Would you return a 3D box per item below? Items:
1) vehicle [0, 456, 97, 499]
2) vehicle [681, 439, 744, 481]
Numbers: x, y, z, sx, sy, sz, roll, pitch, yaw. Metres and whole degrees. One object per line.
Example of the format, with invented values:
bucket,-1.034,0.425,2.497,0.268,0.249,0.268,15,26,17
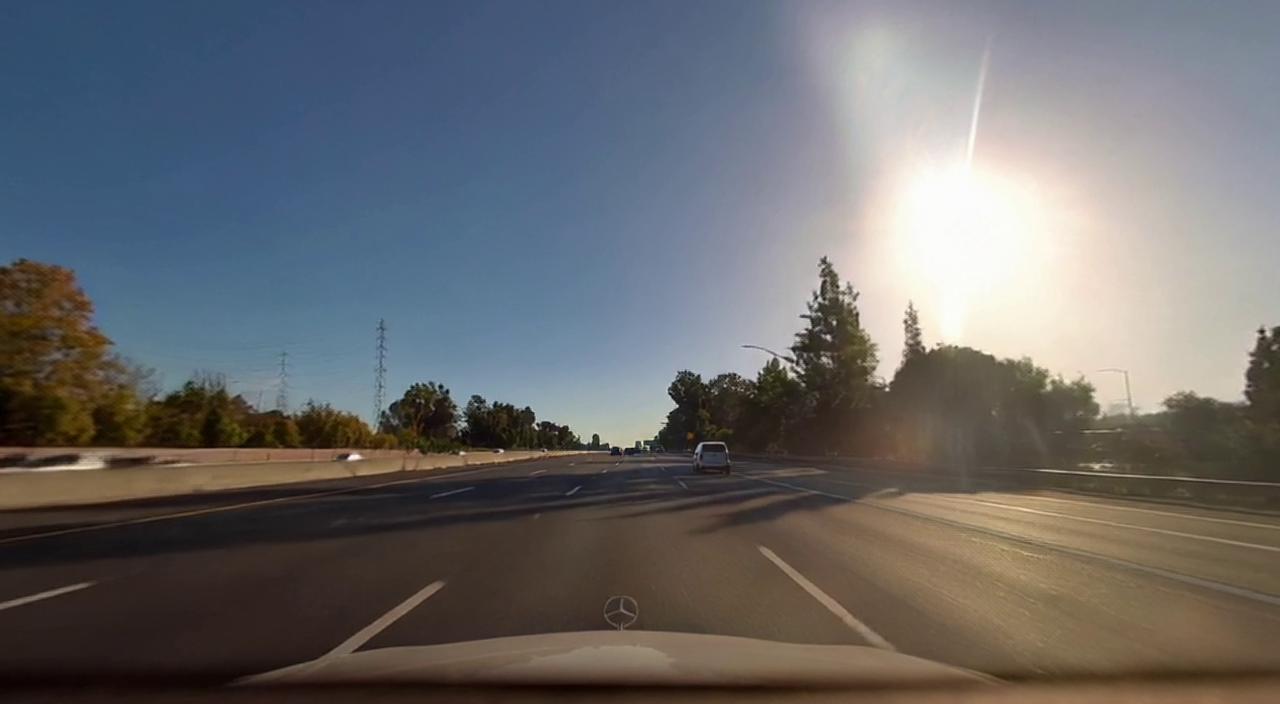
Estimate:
vehicle,-23.801,4.804,24.524,1.797,1.499,4.020,0,-9,0
vehicle,3.058,4.671,27.584,2.130,1.677,4.317,0,-9,-2
